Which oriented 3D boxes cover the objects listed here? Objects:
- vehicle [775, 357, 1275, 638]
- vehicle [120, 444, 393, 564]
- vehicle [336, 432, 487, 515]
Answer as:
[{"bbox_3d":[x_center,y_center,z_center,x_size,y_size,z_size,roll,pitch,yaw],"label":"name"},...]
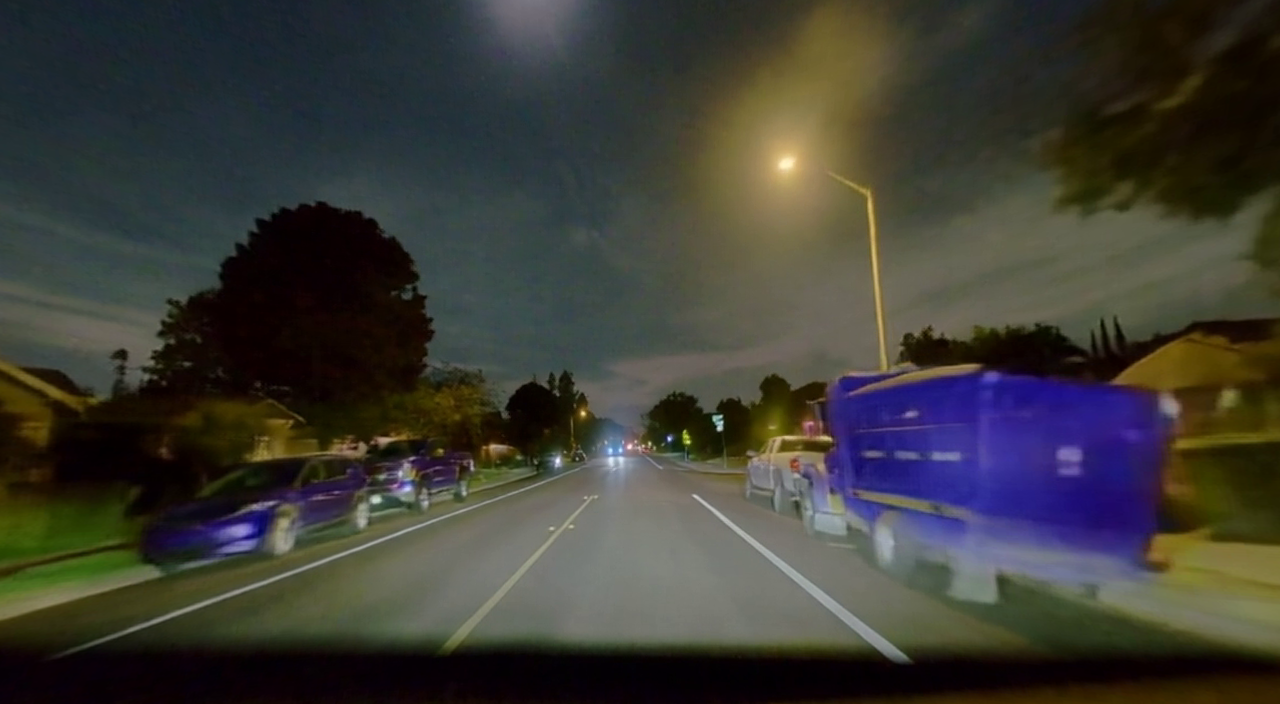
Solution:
[{"bbox_3d":[3.443,1.492,7.565,2.332,2.044,5.695,0,-9,0],"label":"vehicle"},{"bbox_3d":[-6.860,2.714,12.260,2.005,1.785,5.179,-1,-9,0],"label":"vehicle"},{"bbox_3d":[-6.532,3.540,19.025,2.302,2.059,5.758,-1,-9,1],"label":"vehicle"}]
